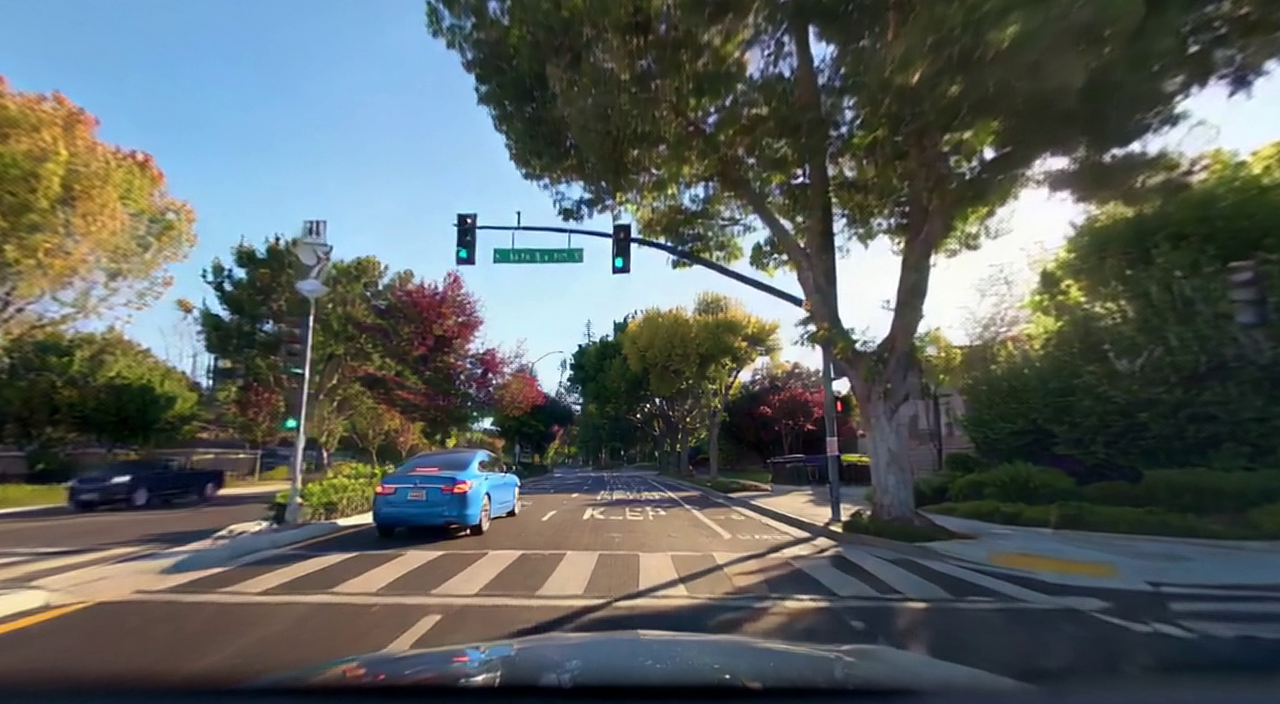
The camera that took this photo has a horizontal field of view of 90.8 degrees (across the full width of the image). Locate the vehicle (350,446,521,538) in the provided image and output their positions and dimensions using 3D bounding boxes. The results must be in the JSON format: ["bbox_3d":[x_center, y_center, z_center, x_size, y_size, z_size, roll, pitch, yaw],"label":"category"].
[{"bbox_3d":[-3.850,2.695,12.857,1.980,1.508,4.502,0,-9,0],"label":"vehicle"}]

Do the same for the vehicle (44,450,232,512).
[{"bbox_3d":[-17.542,4.488,22.613,2.228,1.879,5.638,0,-9,-2],"label":"vehicle"}]
